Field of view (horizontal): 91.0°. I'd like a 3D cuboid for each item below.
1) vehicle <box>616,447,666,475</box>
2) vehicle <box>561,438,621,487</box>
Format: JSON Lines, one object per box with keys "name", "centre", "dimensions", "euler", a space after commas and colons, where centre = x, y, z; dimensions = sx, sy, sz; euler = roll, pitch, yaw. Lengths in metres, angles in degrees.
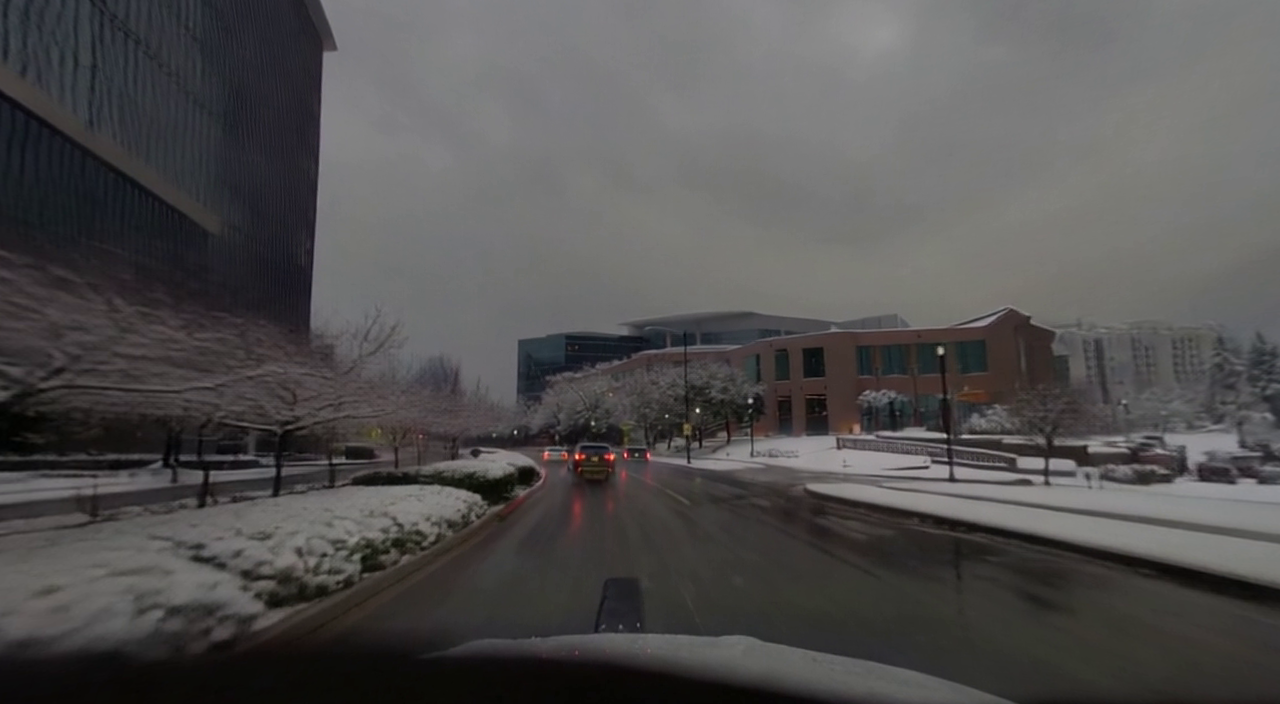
{"name": "vehicle", "centre": [-0.028, 6.279, 36.364], "dimensions": [2.116, 1.506, 4.355], "euler": [2, -9, -10]}
{"name": "vehicle", "centre": [-2.055, 4.380, 25.262], "dimensions": [2.173, 1.761, 4.374], "euler": [1, -9, -7]}
